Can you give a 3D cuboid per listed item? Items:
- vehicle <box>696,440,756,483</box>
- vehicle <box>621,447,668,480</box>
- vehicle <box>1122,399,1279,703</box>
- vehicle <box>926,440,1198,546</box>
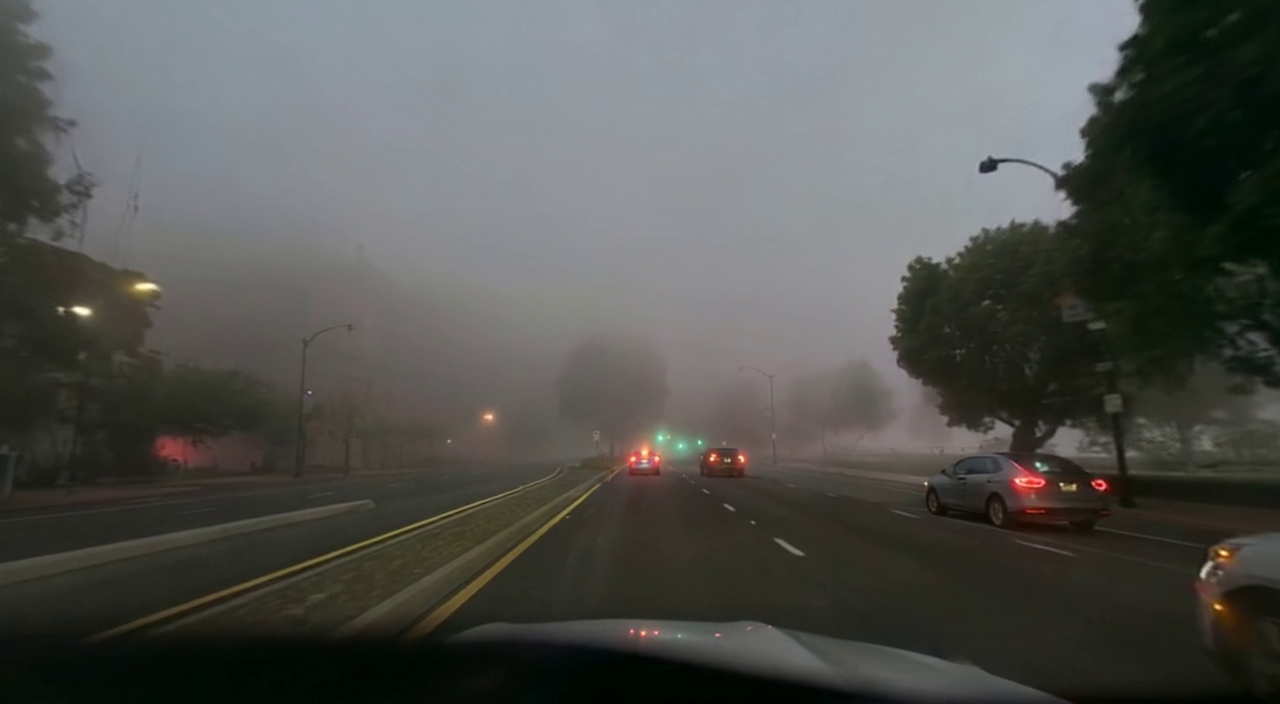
[{"bbox_3d":[3.784,4.917,28.650,2.036,1.757,4.300,0,-9,-1],"label":"vehicle"},{"bbox_3d":[0.216,5.253,29.951,2.054,1.446,3.969,0,-9,1],"label":"vehicle"},{"bbox_3d":[3.791,0.809,1.693,1.937,1.538,3.832,0,-9,0],"label":"vehicle"},{"bbox_3d":[7.025,2.360,11.234,1.868,1.472,4.274,1,-9,0],"label":"vehicle"}]
